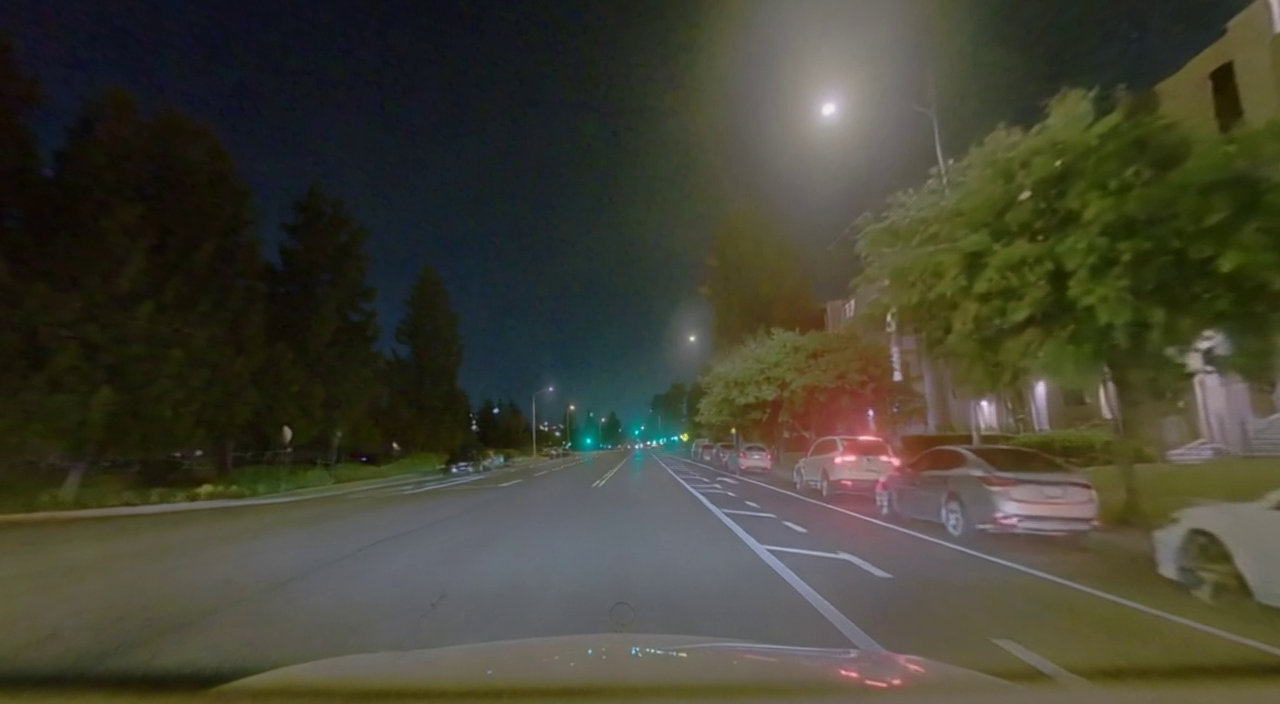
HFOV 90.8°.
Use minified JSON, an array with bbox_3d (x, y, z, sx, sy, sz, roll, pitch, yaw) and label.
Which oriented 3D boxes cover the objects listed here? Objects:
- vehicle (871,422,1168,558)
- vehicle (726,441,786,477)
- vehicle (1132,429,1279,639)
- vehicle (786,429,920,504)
[{"bbox_3d":[5.437,2.037,9.889,1.974,1.548,4.160,-3,-9,0],"label":"vehicle"},{"bbox_3d":[5.272,4.883,29.190,1.837,1.532,3.886,0,-8,-2],"label":"vehicle"},{"bbox_3d":[5.387,1.127,3.459,1.901,1.443,4.319,0,-8,0],"label":"vehicle"},{"bbox_3d":[5.365,2.935,16.604,1.990,1.694,4.179,0,-8,-1],"label":"vehicle"}]
